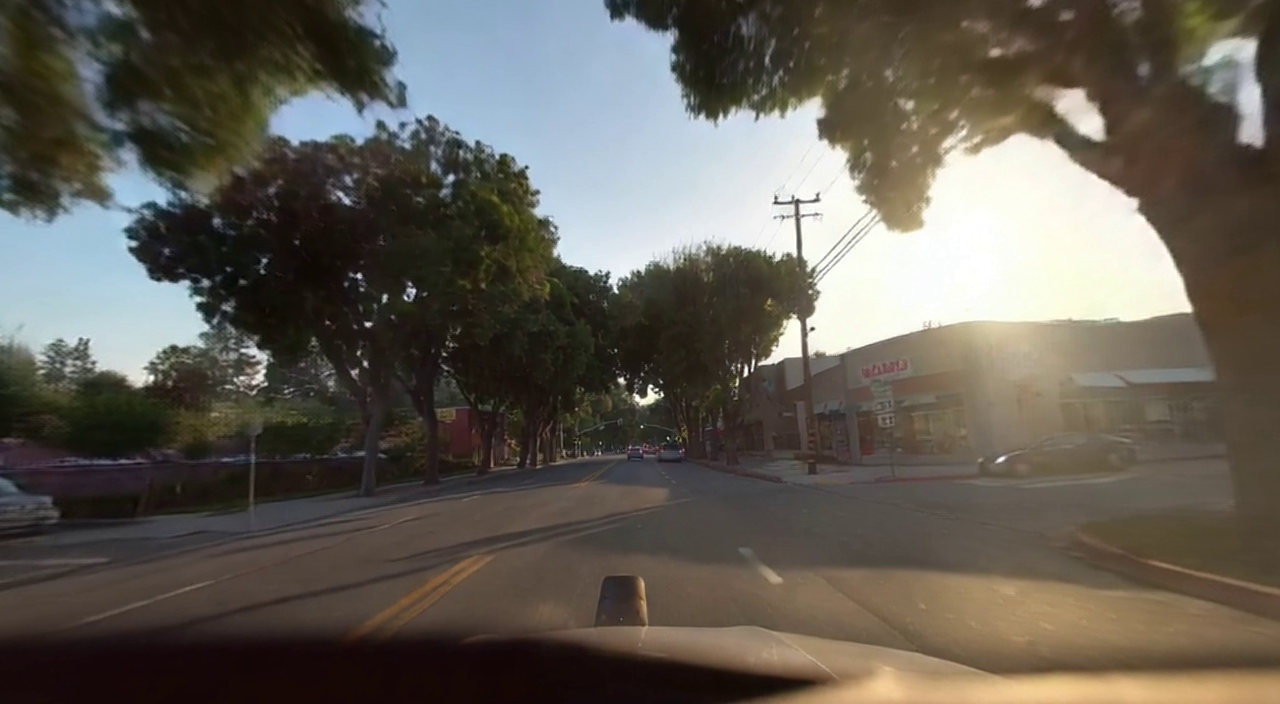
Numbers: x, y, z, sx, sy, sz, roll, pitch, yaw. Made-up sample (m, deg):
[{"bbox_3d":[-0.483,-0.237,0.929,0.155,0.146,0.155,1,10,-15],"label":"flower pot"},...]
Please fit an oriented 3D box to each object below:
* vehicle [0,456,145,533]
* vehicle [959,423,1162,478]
[{"bbox_3d":[-15.977,3.573,16.077,4.870,1.762,2.152,-1,-8,0],"label":"vehicle"},{"bbox_3d":[11.967,2.850,18.270,4.404,1.445,1.844,-2,-9,7],"label":"vehicle"}]
